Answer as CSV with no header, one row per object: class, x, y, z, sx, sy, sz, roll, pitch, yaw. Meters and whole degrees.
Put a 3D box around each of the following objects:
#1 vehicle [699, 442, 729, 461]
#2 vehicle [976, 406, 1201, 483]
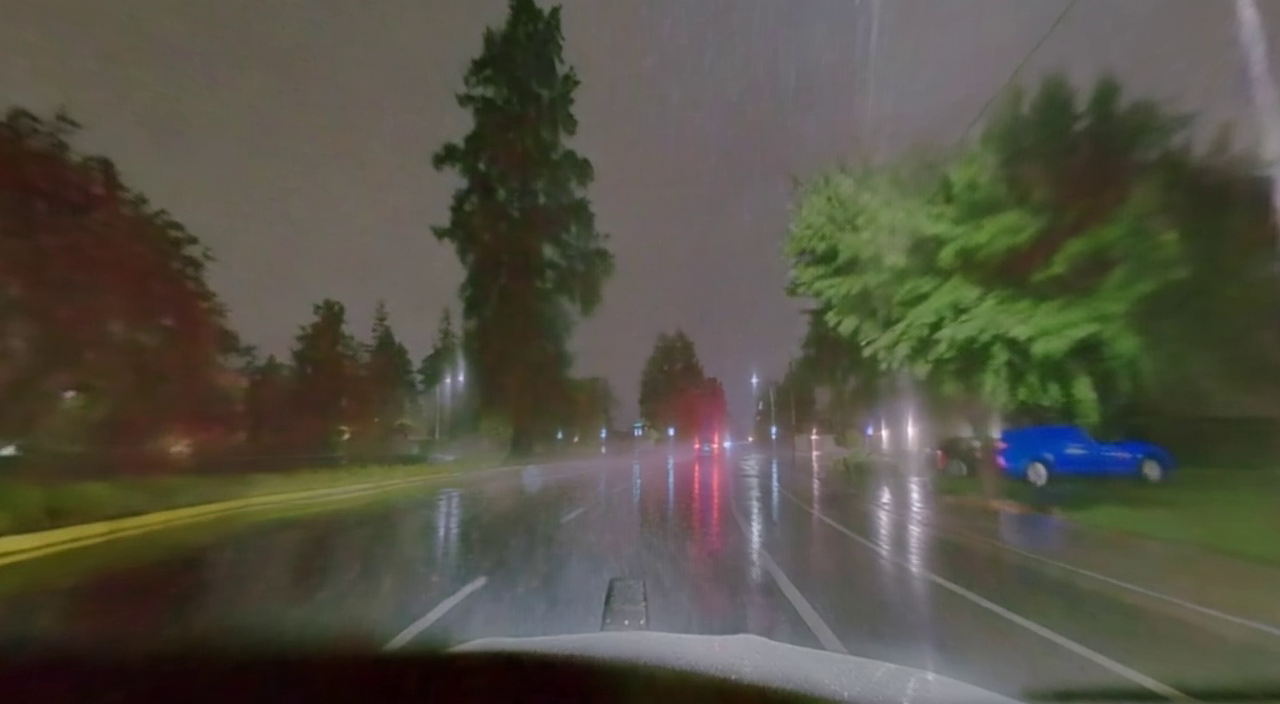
vehicle,5.820,7.721,49.065,2.050,1.456,4.003,-1,-9,10
vehicle,12.792,2.677,18.332,4.672,2.044,2.248,-1,-8,7
